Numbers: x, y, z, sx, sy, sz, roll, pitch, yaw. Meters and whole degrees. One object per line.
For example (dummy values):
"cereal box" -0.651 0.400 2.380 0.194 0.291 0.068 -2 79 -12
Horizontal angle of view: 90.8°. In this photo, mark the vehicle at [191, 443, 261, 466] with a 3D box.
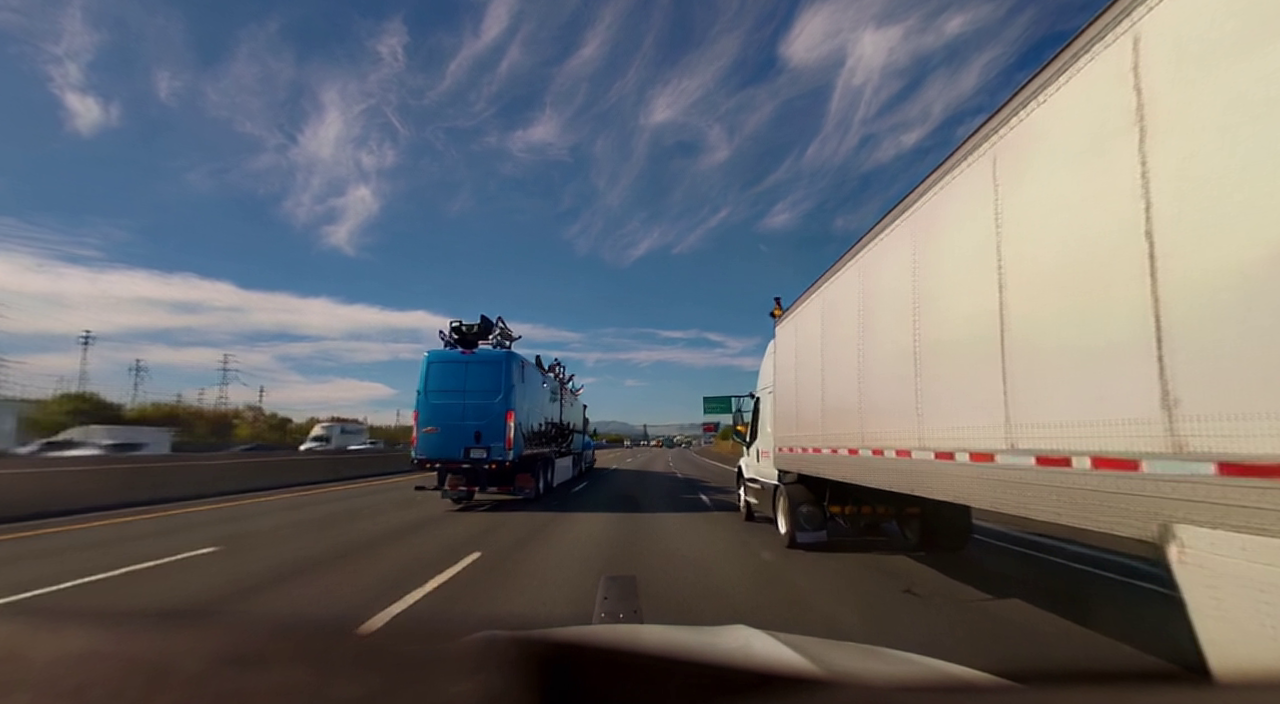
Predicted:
"vehicle" -31.465 7.784 48.161 1.950 1.673 4.792 0 -8 1

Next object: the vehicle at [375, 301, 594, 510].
"vehicle" -3.620 2.191 20.569 2.939 4.132 16.303 0 -8 0

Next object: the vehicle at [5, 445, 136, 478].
"vehicle" -27.661 5.302 30.950 1.911 1.505 4.787 0 -8 1
